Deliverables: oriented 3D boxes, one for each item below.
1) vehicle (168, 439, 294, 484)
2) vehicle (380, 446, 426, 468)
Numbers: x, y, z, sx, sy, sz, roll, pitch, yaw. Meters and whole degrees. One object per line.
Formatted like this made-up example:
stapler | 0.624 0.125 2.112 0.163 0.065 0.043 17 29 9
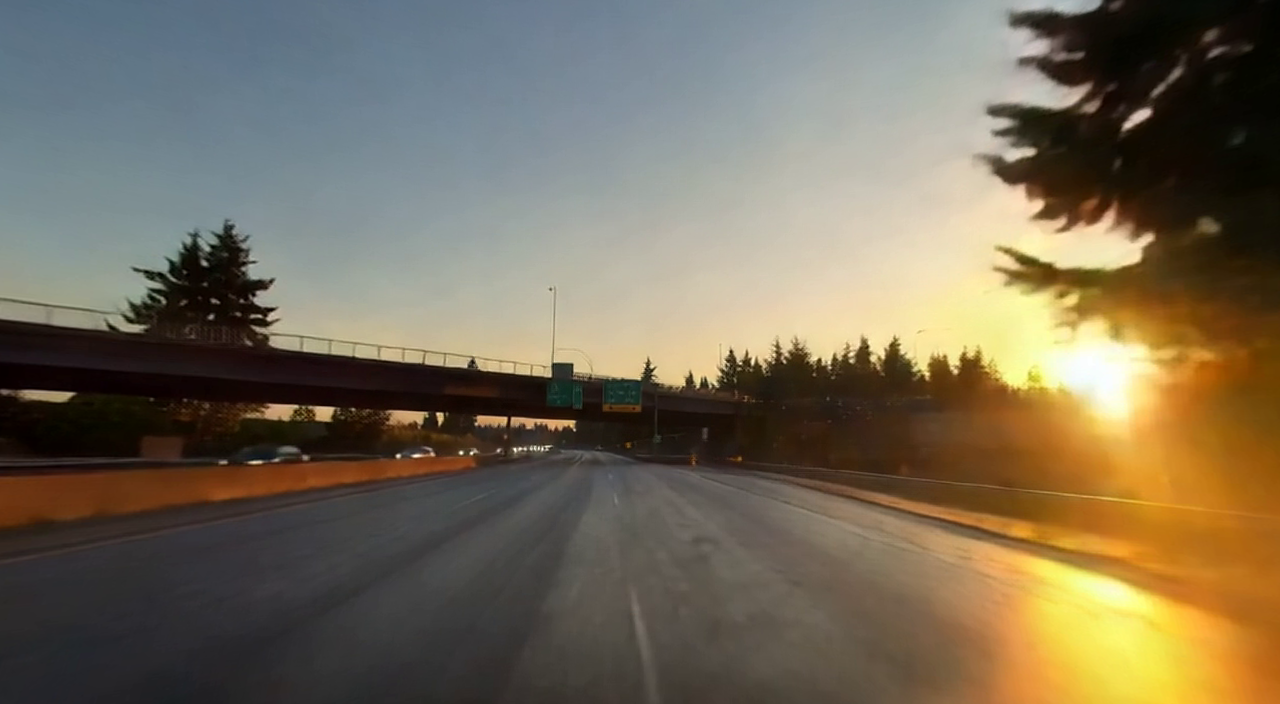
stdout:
vehicle | -15.444 4.147 24.001 1.916 1.524 4.522 0 -9 -3
vehicle | -17.036 7.538 45.250 1.821 1.465 4.446 0 -9 -3
